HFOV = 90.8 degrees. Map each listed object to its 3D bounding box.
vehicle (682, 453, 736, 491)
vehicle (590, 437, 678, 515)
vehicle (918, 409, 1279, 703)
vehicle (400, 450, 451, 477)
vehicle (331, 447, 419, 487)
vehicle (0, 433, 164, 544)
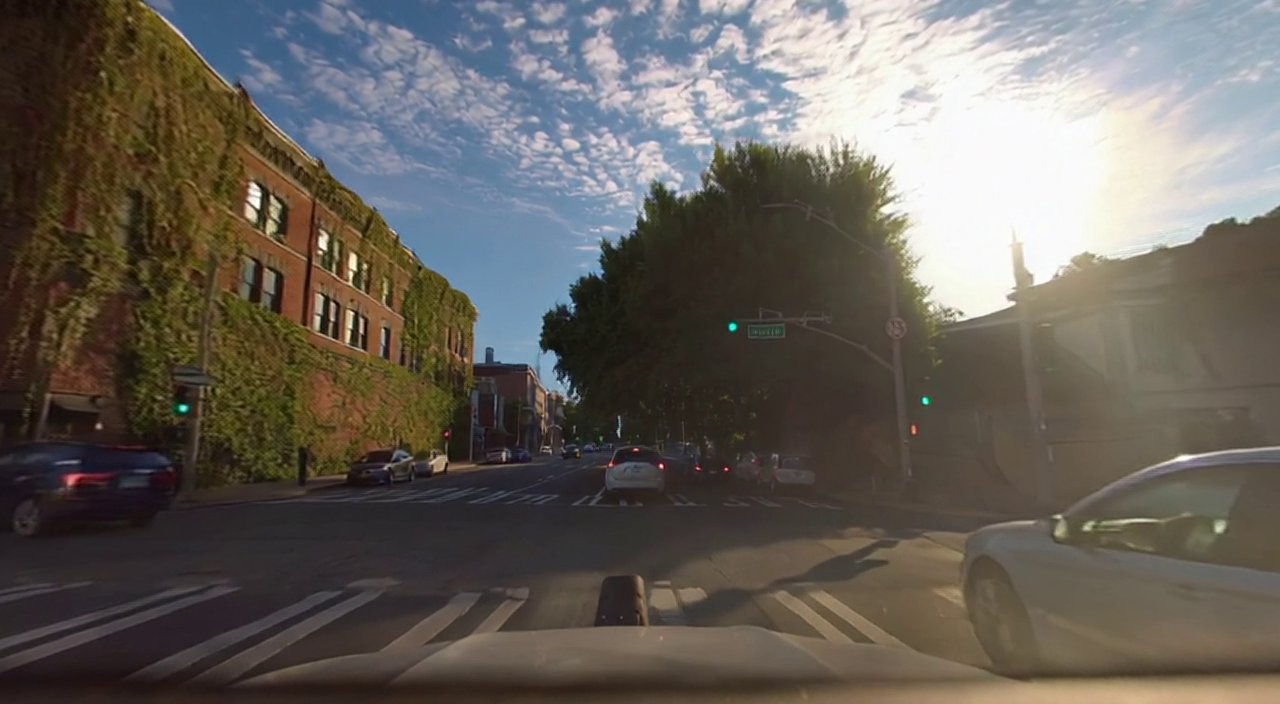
[{"bbox_3d":[2.911,5.164,27.531,1.852,1.462,4.155,0,-9,-1],"label":"vehicle"},{"bbox_3d":[-0.186,3.336,17.548,2.105,1.842,4.537,0,-9,-1],"label":"vehicle"},{"bbox_3d":[3.250,1.029,2.681,2.026,1.499,4.662,0,-9,0],"label":"vehicle"},{"bbox_3d":[-14.266,7.385,42.232,1.891,1.659,4.360,0,-9,0],"label":"vehicle"},{"bbox_3d":[-14.243,6.169,34.377,2.191,2.011,5.556,0,-9,2],"label":"vehicle"},{"bbox_3d":[-11.614,2.527,12.273,4.244,1.812,1.855,-4,-10,25],"label":"vehicle"}]
